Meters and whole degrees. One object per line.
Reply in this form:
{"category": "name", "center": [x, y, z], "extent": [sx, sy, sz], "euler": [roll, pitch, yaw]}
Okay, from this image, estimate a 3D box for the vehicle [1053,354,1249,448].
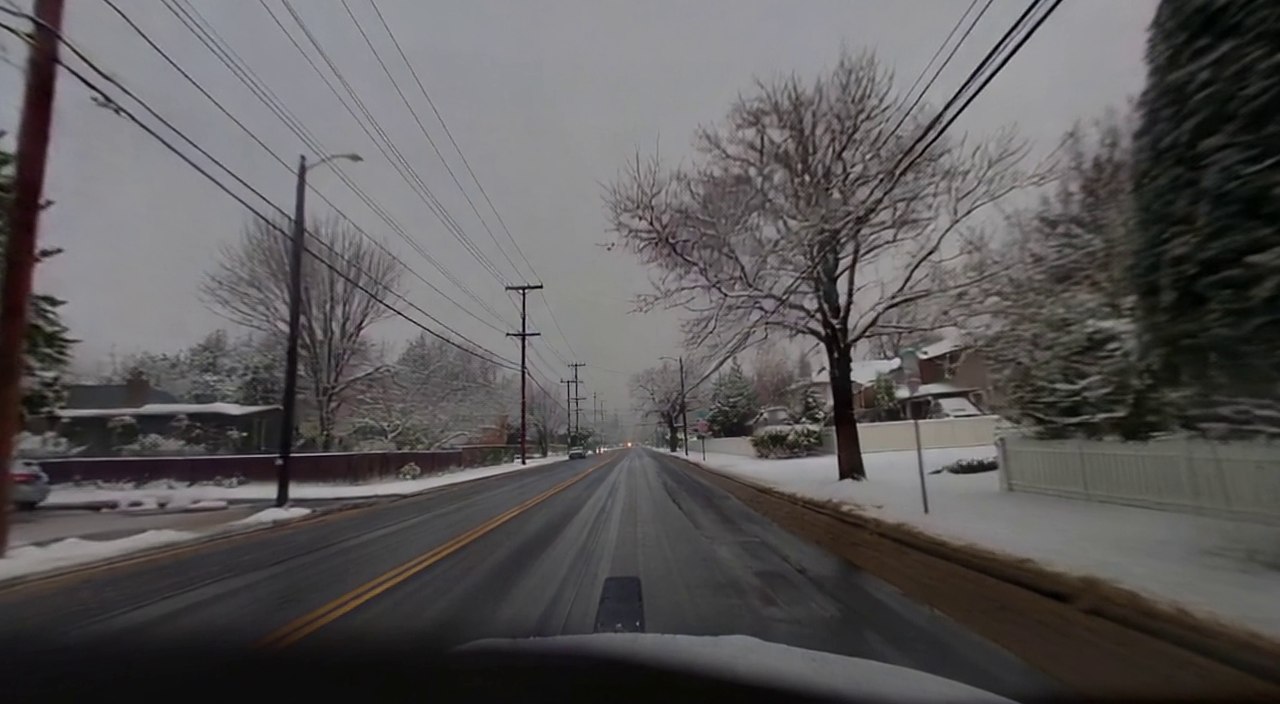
{"category": "vehicle", "center": [21.385, 2.319, 27.175], "extent": [2.918, 3.393, 7.033], "euler": [-3, -9, 7]}
